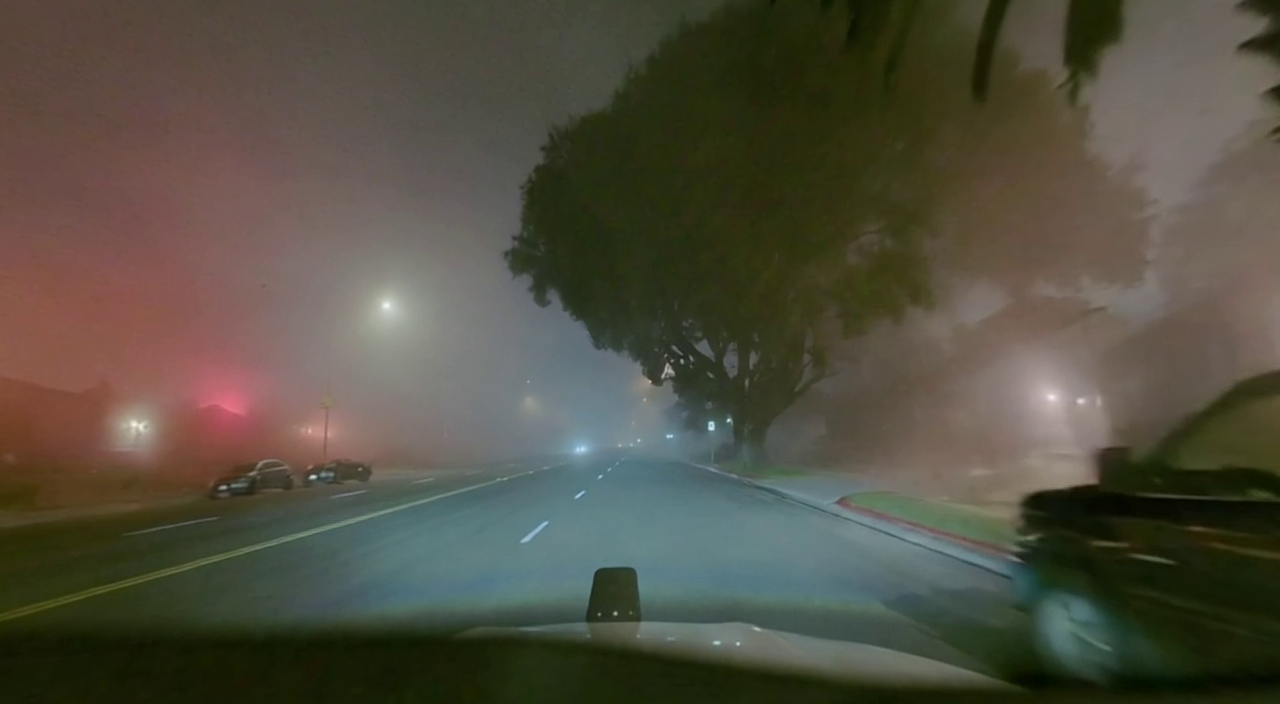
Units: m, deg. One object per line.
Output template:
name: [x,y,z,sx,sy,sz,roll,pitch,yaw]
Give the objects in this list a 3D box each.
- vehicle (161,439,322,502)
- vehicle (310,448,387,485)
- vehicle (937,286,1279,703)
vehicle: [-14.197,4.170,23.090,2.245,1.904,5.805,-1,-7,-2]
vehicle: [-14.554,5.691,31.803,1.890,1.568,4.444,-2,-7,-2]
vehicle: [3.446,0.699,1.972,2.386,1.916,5.167,0,-9,-2]
